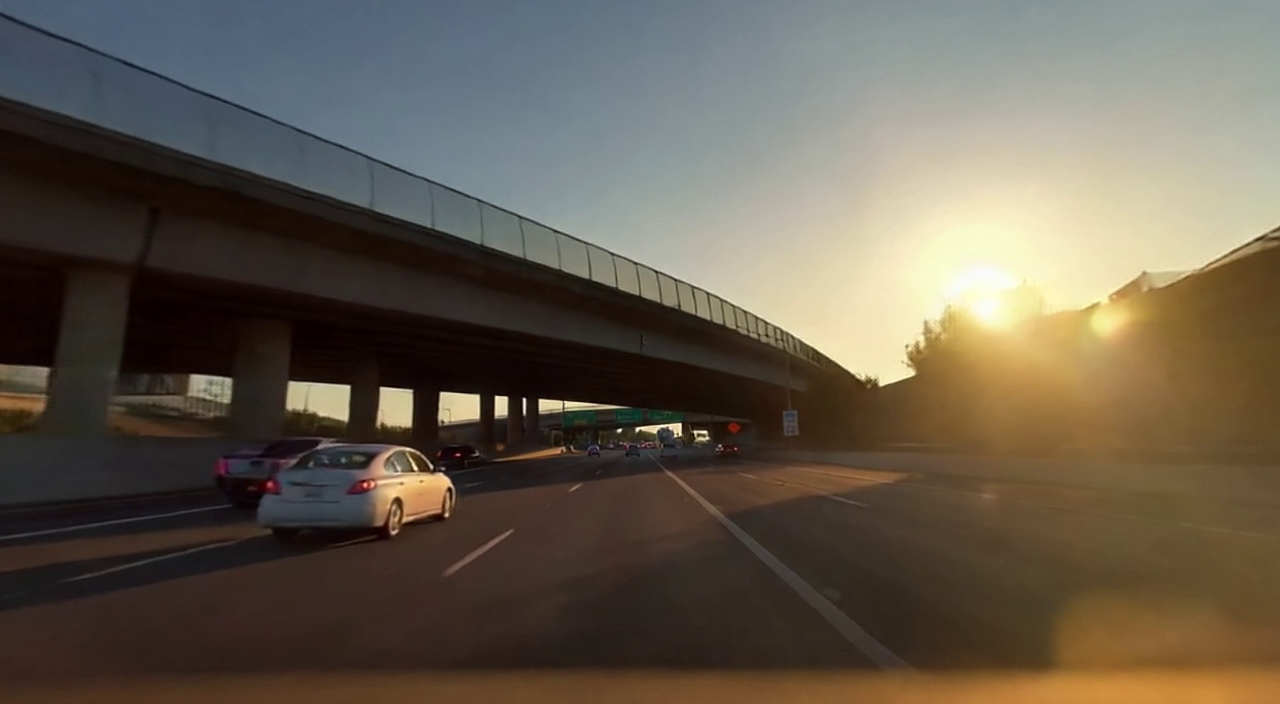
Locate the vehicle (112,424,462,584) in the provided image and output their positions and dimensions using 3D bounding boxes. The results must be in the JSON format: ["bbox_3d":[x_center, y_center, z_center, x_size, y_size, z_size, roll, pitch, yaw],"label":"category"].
[{"bbox_3d":[-4.049,1.799,8.400,2.051,1.516,4.493,0,-8,0],"label":"vehicle"}]

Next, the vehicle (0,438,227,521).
[{"bbox_3d":[-11.576,2.662,13.842,1.928,1.472,4.646,0,-8,0],"label":"vehicle"}]
